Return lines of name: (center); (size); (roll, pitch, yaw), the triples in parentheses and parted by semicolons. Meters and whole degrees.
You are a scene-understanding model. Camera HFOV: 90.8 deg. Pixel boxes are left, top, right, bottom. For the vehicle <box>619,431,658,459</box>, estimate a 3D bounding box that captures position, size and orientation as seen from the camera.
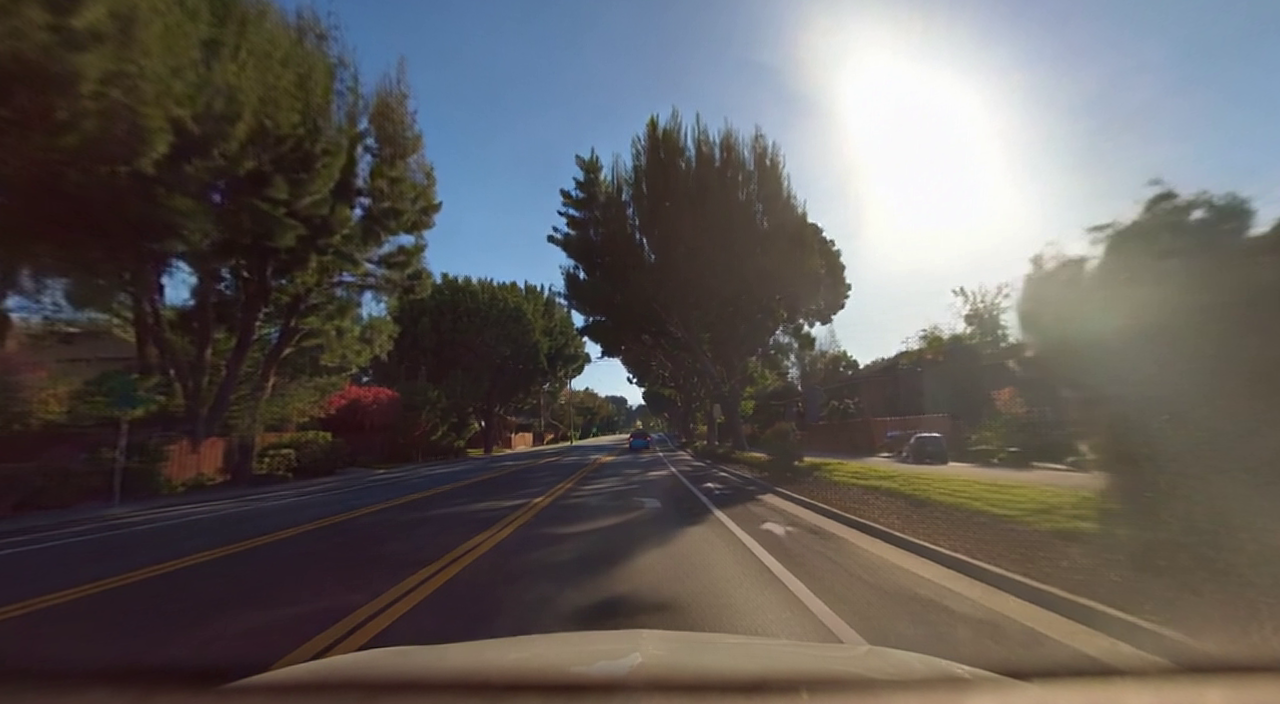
vehicle: (-0.090, 5.279, 35.924); (2.067, 1.486, 3.861); (0, -9, 0)
